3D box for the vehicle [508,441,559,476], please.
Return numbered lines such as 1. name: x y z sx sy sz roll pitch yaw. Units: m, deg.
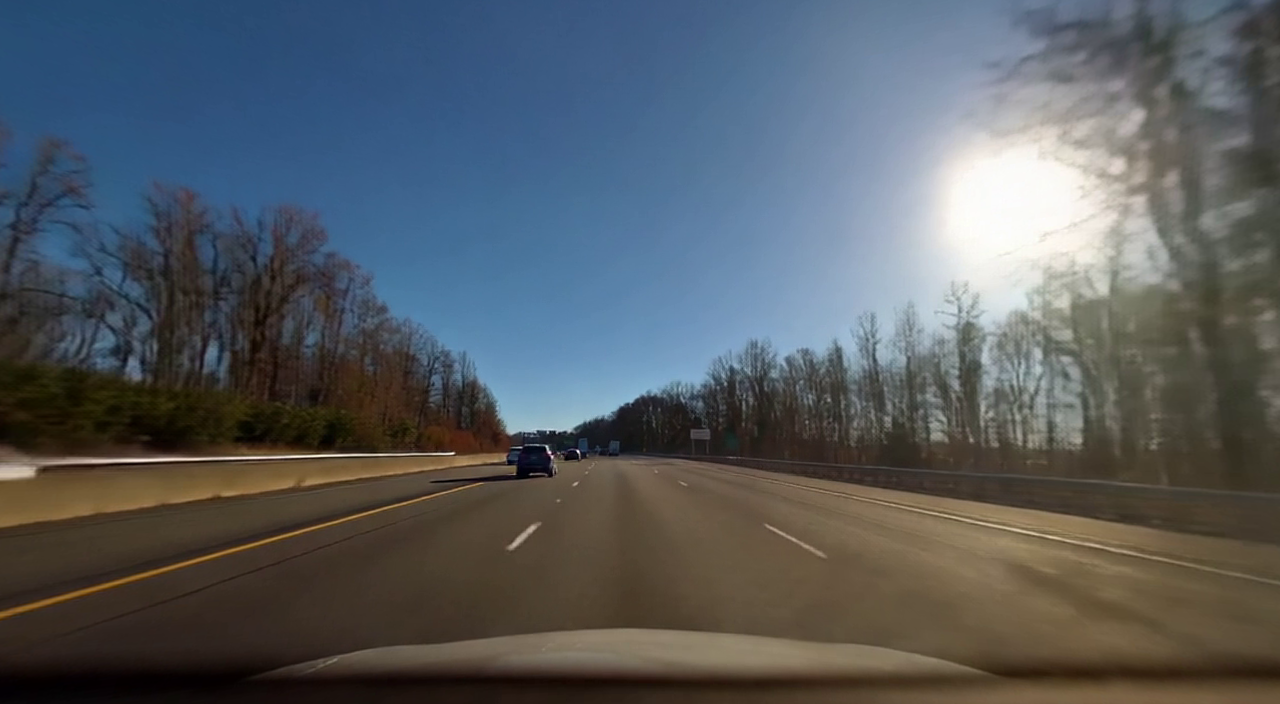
1. vehicle: -5.508 5.564 32.941 2.151 1.693 4.201 0 -9 -2
